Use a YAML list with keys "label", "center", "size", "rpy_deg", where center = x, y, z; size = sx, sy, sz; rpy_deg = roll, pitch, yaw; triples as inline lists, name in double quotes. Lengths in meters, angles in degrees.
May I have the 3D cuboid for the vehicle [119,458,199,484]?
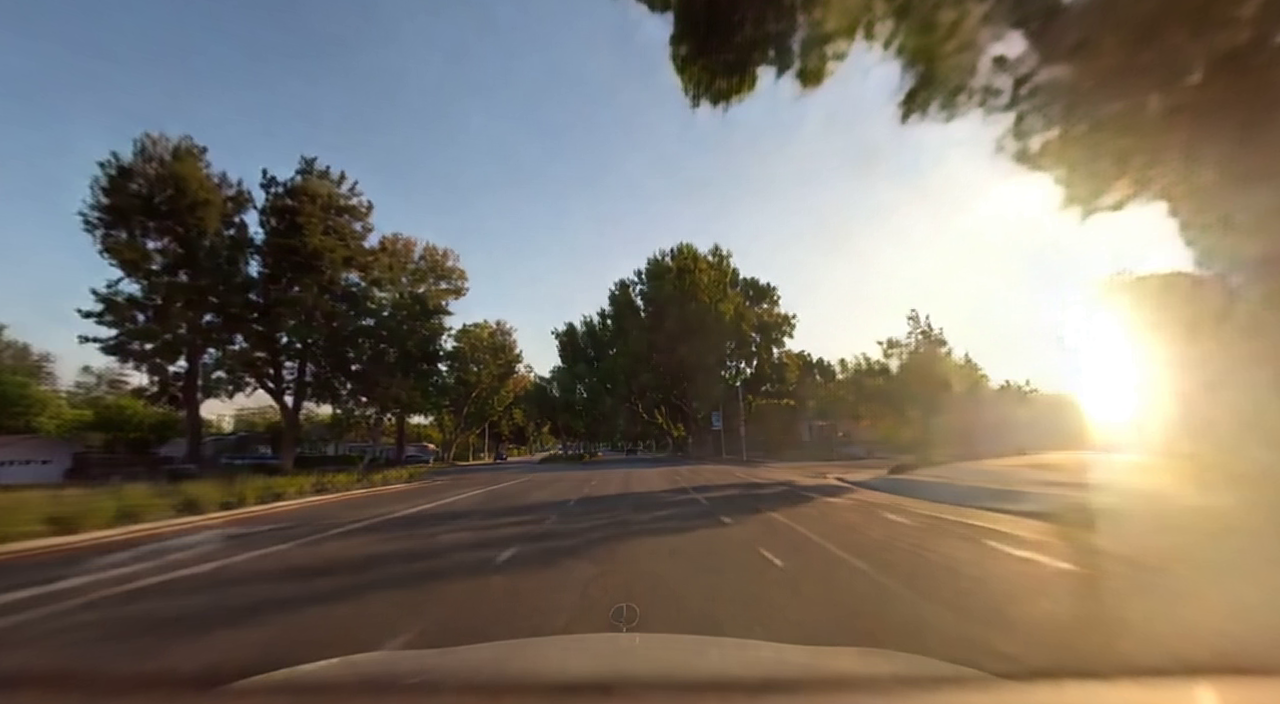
- label: "vehicle"
  center: [-36.031, 8.956, 47.220]
  size: [4.515, 1.593, 1.827]
  rpy_deg: [-3, -10, -2]
